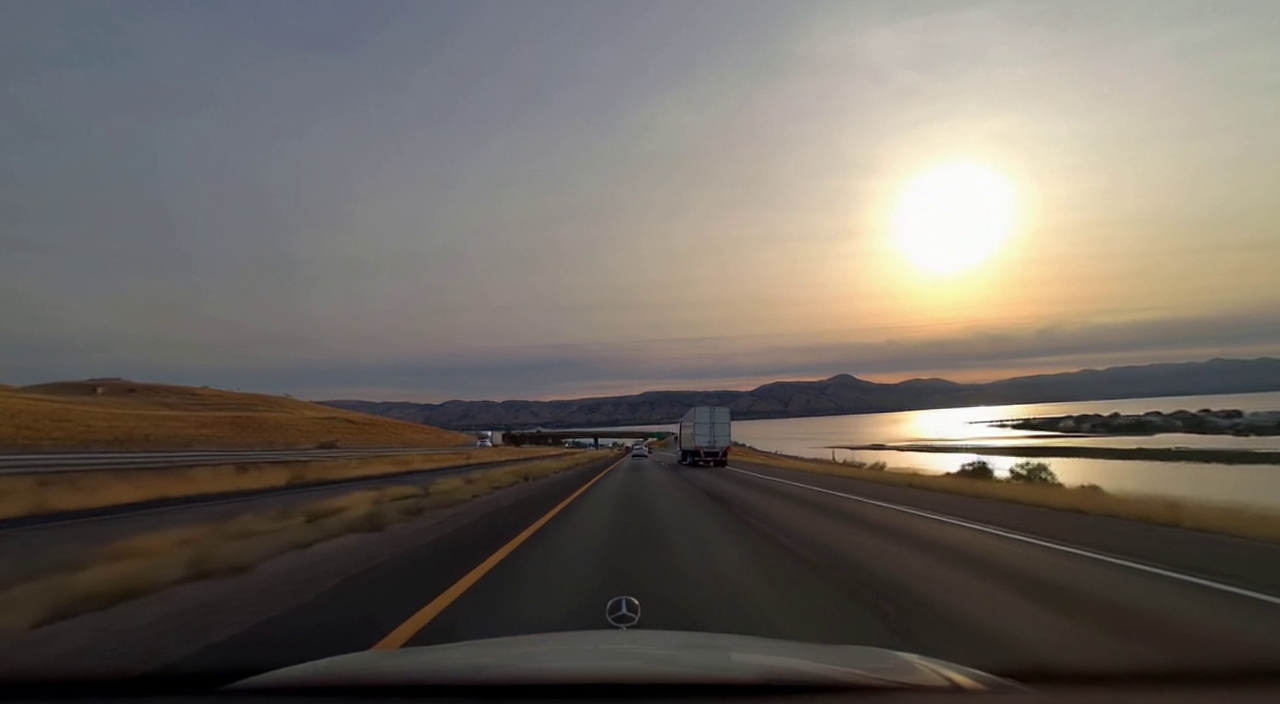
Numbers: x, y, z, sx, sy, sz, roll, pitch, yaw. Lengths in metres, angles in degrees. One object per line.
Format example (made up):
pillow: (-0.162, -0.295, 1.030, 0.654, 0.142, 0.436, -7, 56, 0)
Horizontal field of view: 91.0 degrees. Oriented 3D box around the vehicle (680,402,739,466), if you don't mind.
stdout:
vehicle: (4.808, 6.212, 46.566, 3.035, 4.005, 13.454, 0, -9, 1)
